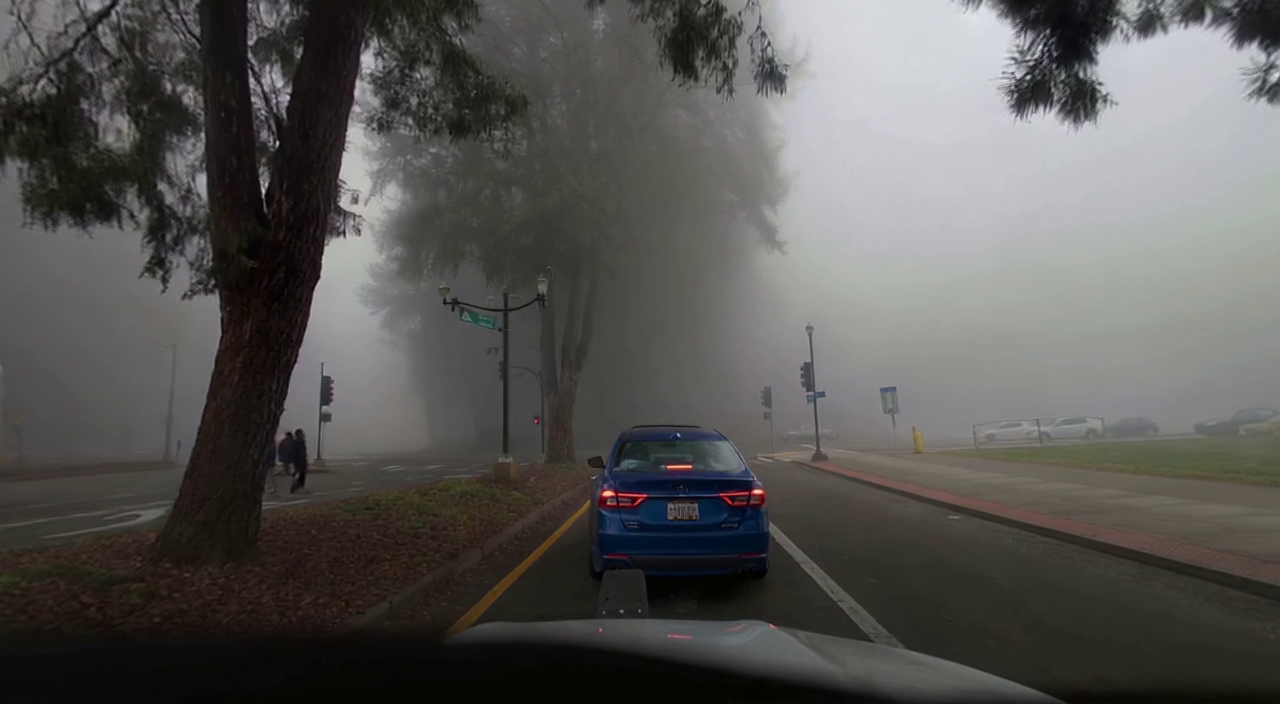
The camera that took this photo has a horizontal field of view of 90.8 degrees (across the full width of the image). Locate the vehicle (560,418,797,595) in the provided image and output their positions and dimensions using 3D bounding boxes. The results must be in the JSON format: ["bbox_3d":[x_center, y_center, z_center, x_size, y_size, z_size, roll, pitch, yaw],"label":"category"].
[{"bbox_3d":[0.368,1.616,7.403,2.035,1.499,3.799,0,-8,1],"label":"vehicle"}]
